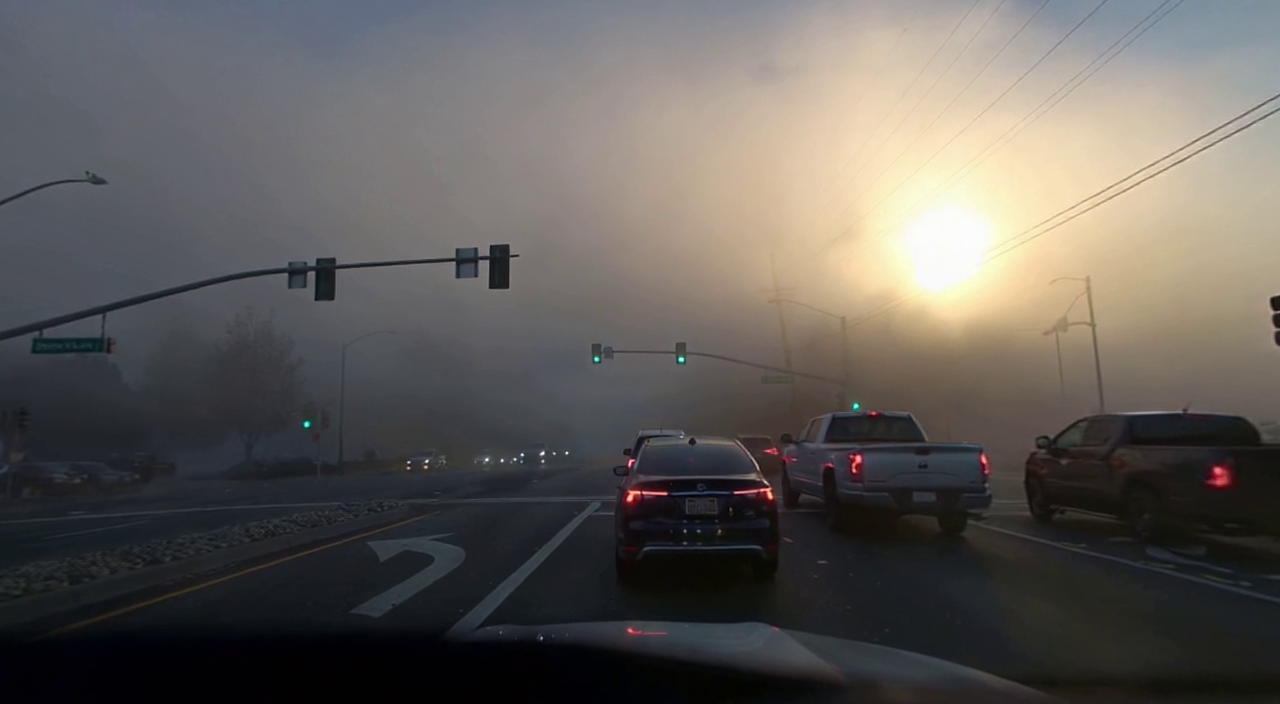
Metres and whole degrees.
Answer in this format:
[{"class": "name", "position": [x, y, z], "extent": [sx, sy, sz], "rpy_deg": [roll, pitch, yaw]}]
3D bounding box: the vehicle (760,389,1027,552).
[{"class": "vehicle", "position": [3.834, 1.941, 10.992], "extent": [2.358, 2.116, 5.328], "rpy_deg": [0, -8, -1]}]

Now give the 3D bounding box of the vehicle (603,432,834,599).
[{"class": "vehicle", "position": [0.610, 1.716, 7.494], "extent": [2.038, 1.447, 3.756], "rpy_deg": [0, -8, -3]}]

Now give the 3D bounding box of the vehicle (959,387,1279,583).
[{"class": "vehicle", "position": [7.270, 1.756, 9.234], "extent": [2.323, 2.009, 5.266], "rpy_deg": [0, -8, -1]}]

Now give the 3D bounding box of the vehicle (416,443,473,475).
[{"class": "vehicle", "position": [-11.940, 6.531, 38.842], "extent": [1.991, 1.844, 4.393], "rpy_deg": [0, -8, 1]}]

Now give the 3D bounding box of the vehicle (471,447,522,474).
[{"class": "vehicle", "position": [-8.304, 6.319, 36.899], "extent": [2.002, 1.469, 4.301], "rpy_deg": [0, -8, -1]}]

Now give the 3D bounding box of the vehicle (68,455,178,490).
[{"class": "vehicle", "position": [-29.085, 6.739, 35.562], "extent": [4.789, 1.828, 2.025], "rpy_deg": [-2, -9, 10]}]

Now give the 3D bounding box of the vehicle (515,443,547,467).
[{"class": "vehicle", "position": [-8.553, 8.087, 49.740], "extent": [1.904, 1.789, 4.021], "rpy_deg": [0, -8, -1]}]
